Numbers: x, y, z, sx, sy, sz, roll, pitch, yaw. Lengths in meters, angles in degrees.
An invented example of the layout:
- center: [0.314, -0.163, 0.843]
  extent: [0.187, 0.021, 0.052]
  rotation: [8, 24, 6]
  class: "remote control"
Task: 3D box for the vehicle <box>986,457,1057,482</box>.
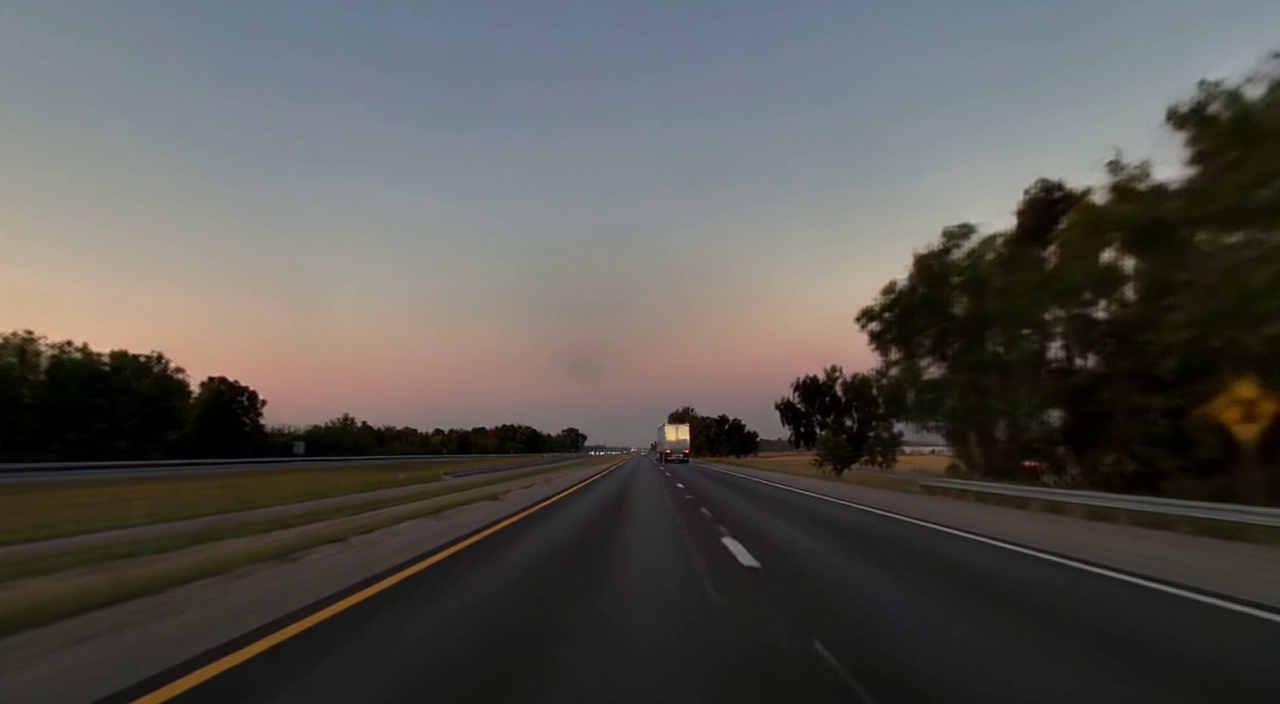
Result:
- center: [25.375, 7.822, 42.099]
  extent: [1.836, 1.499, 3.936]
  rotation: [1, -9, -9]
  class: "vehicle"
